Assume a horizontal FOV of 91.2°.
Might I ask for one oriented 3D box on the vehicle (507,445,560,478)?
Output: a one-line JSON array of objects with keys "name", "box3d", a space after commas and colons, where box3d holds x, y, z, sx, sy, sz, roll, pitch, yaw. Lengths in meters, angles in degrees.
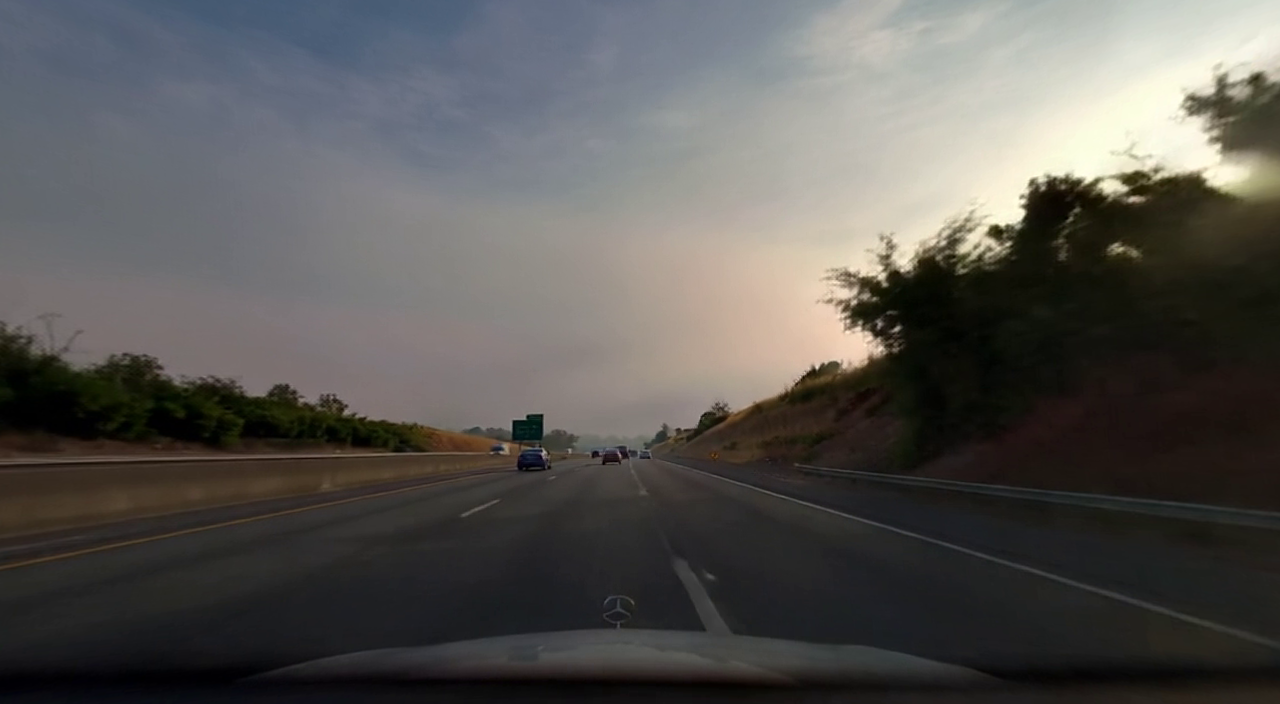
[{"name": "vehicle", "box3d": [-5.476, 5.696, 32.788, 2.028, 1.563, 4.734, 0, -9, -1]}]
